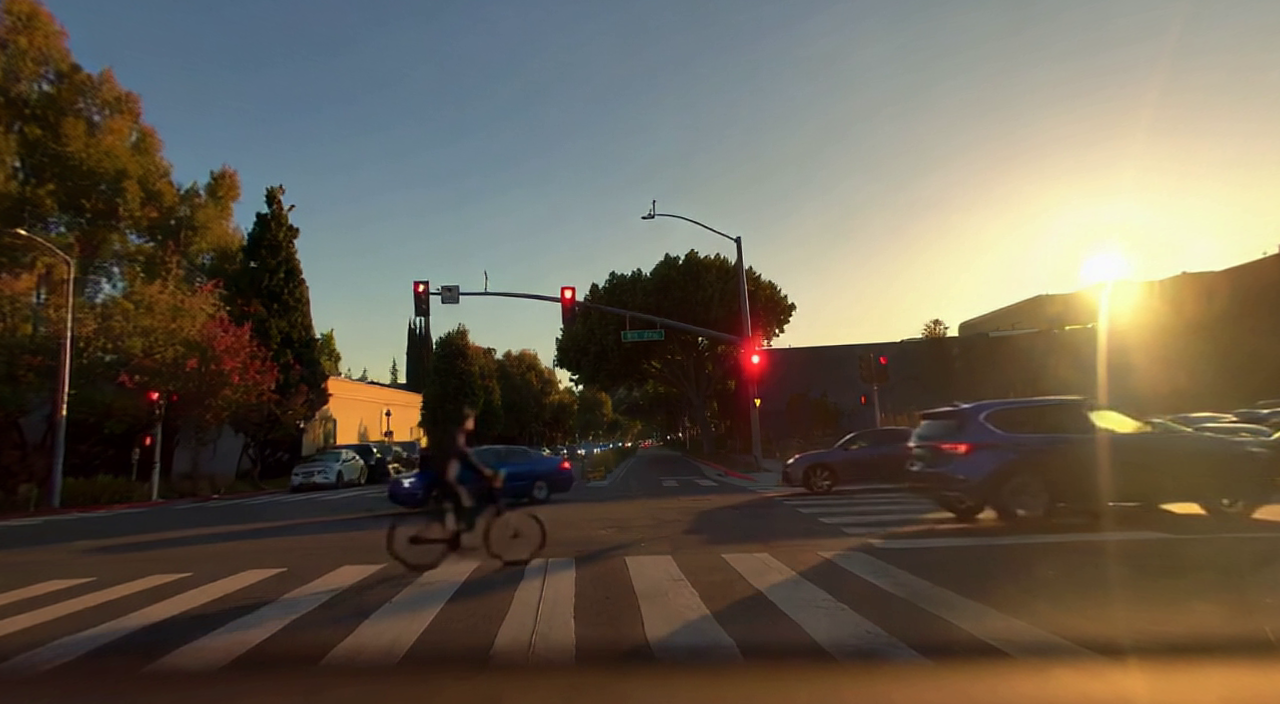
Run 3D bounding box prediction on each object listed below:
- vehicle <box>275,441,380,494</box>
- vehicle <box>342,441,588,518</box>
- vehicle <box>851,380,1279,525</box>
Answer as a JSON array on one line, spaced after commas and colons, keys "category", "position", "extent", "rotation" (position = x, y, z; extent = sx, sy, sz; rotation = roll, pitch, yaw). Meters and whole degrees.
[{"category": "vehicle", "position": [-13.728, 5.060, 28.151], "extent": [2.251, 1.957, 4.968], "rotation": [-4, -9, -1]}, {"category": "vehicle", "position": [-3.424, 2.553, 13.002], "extent": [4.533, 1.419, 1.755], "rotation": [1, -9, -10]}, {"category": "vehicle", "position": [6.104, 1.499, 9.458], "extent": [5.122, 1.781, 2.098], "rotation": [-2, -9, 4]}]
